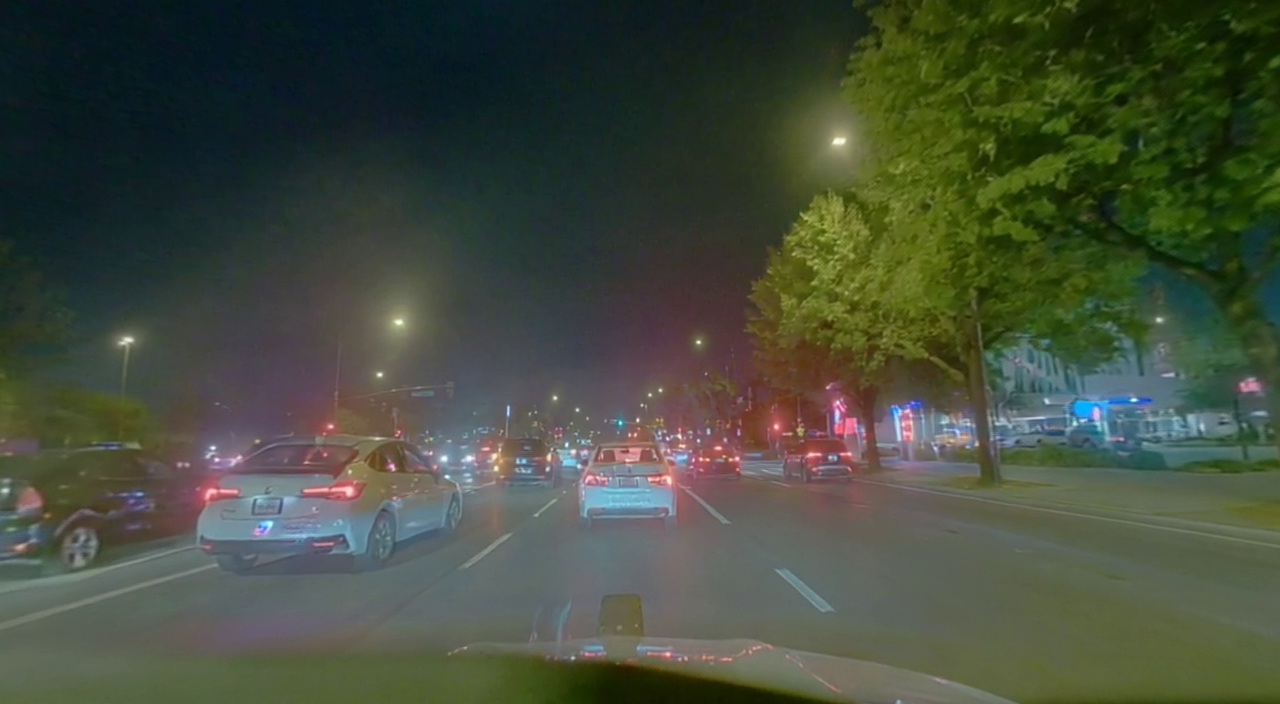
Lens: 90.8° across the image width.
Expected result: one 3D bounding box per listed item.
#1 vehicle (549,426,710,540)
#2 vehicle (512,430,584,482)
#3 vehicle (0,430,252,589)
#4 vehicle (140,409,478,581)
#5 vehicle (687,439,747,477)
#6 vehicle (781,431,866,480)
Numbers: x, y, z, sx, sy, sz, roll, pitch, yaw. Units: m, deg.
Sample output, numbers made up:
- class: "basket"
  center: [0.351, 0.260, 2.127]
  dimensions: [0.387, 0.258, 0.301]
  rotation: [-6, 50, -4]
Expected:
- class: "vehicle"
  center: [-0.179, 2.090, 10.683]
  dimensions: [2.161, 1.501, 4.184]
  rotation: [0, -9, -1]
- class: "vehicle"
  center: [-3.518, 4.113, 25.146]
  dimensions: [2.154, 1.801, 5.015]
  rotation: [0, -9, 0]
- class: "vehicle"
  center: [-6.939, 1.775, 7.782]
  dimensions: [1.748, 1.485, 4.090]
  rotation: [0, -9, -1]
- class: "vehicle"
  center: [-3.734, 1.703, 8.279]
  dimensions: [2.009, 1.619, 4.376]
  rotation: [-1, -9, 1]
- class: "vehicle"
  center: [3.160, 4.471, 26.820]
  dimensions: [1.905, 1.473, 4.183]
  rotation: [0, -9, -2]
- class: "vehicle"
  center: [6.807, 3.900, 23.946]
  dimensions: [1.889, 1.681, 4.120]
  rotation: [0, -9, -1]
